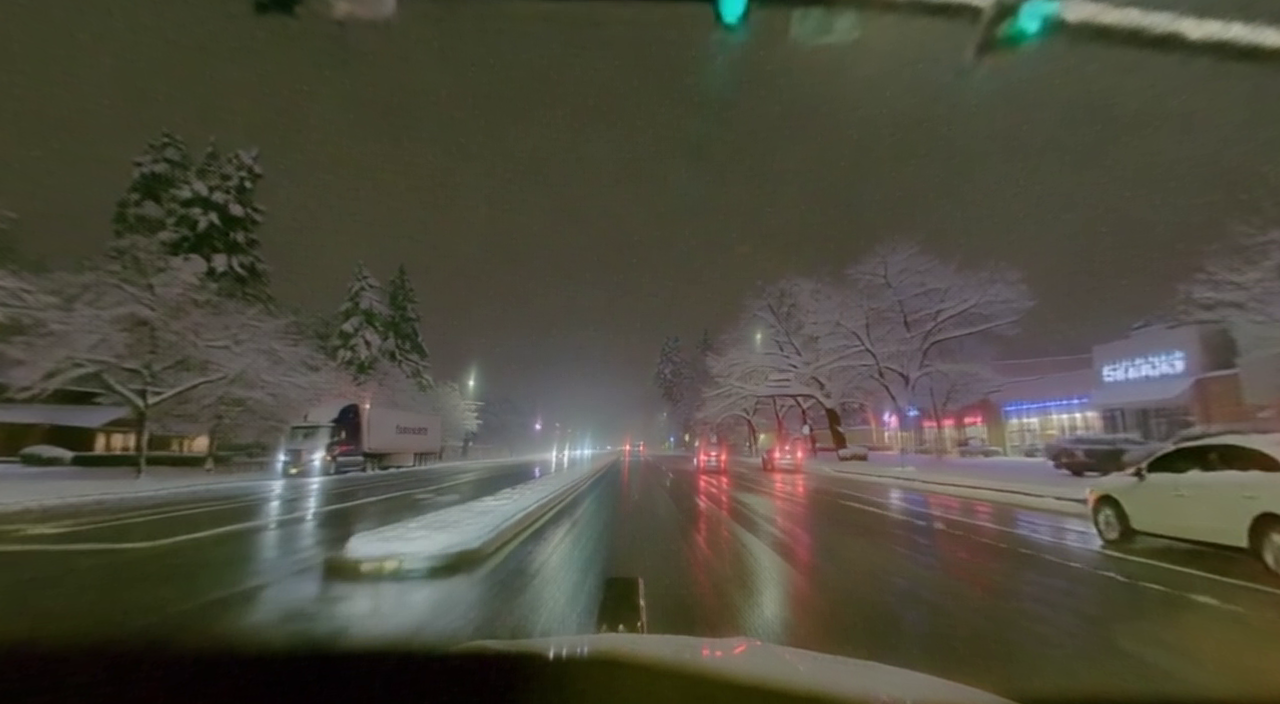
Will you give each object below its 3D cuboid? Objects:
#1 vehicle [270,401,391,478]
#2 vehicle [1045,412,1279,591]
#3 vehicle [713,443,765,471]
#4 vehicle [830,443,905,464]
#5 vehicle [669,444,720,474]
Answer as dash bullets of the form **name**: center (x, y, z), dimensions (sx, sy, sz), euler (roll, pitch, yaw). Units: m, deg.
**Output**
- **vehicle**: center (-19.148, 5.597, 40.054), dimensions (3.008, 4.297, 9.041), euler (0, -9, 0)
- **vehicle**: center (6.959, 1.538, 6.870), dimensions (2.002, 1.651, 4.647), euler (0, -8, 0)
- **vehicle**: center (5.836, 6.229, 37.723), dimensions (2.150, 1.485, 4.919), euler (0, -9, -2)
- **vehicle**: center (16.599, 7.414, 46.246), dimensions (4.679, 1.448, 2.178), euler (0, -9, -4)
- **vehicle**: center (2.752, 5.527, 32.933), dimensions (2.099, 1.463, 4.365), euler (0, -8, -2)
